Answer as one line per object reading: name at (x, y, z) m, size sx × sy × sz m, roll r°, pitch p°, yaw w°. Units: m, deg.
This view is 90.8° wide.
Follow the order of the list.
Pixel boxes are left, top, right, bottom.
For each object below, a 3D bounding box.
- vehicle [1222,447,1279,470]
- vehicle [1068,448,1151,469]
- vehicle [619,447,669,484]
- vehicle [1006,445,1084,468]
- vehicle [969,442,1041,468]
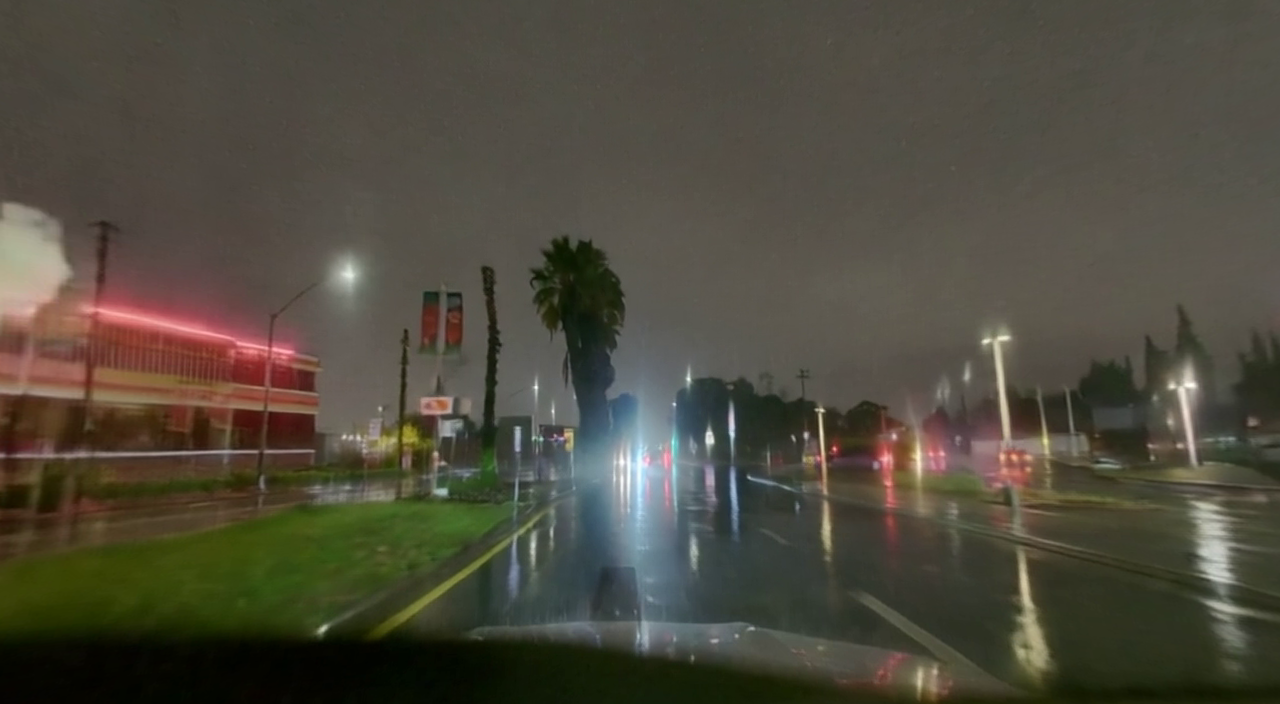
vehicle at (45.730, 7.758, 46.097) m, size 4.424 × 1.624 × 1.873 m, roll 0°, pitch -9°, yaw 2°
vehicle at (34.541, 7.827, 46.544) m, size 4.349 × 1.460 × 2.027 m, roll 0°, pitch -10°, yaw 4°
vehicle at (0.110, 5.058, 28.407) m, size 2.073 × 1.525 × 4.809 m, roll 1°, pitch -9°, yaw -1°
vehicle at (29.968, 7.727, 46.861) m, size 4.377 × 1.633 × 1.834 m, roll 0°, pitch -9°, yaw 4°
vehicle at (28.440, 8.018, 49.296) m, size 4.381 × 1.892 × 1.942 m, roll 0°, pitch -9°, yaw 1°
